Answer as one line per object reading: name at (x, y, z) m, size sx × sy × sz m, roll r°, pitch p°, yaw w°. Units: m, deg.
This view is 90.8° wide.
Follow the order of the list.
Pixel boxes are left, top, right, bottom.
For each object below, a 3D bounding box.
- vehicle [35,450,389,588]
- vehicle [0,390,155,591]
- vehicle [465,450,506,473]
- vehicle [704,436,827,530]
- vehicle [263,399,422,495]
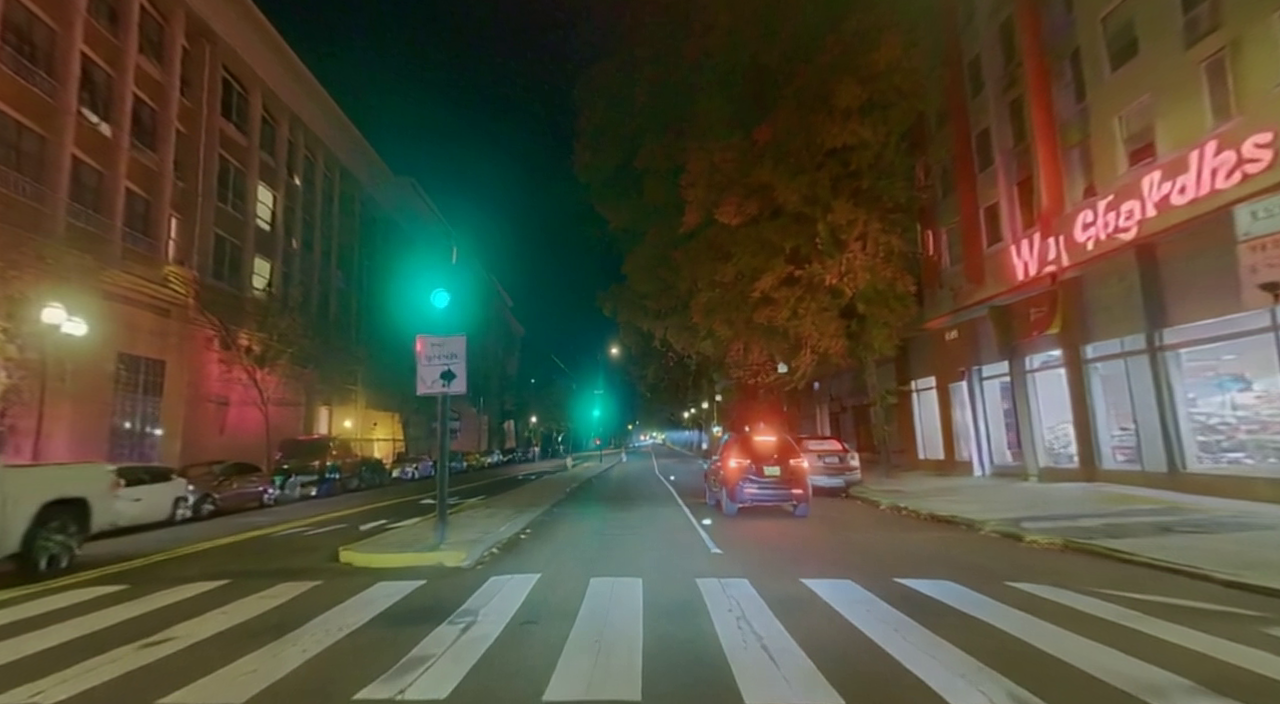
vehicle at (-5.598, 2.185, 9.238) m, size 1.983 × 1.438 × 4.559 m, roll 0°, pitch -8°, yaw 0°
vehicle at (-8.698, 1.517, 6.658) m, size 2.489 × 2.323 × 5.843 m, roll 0°, pitch -8°, yaw 0°
vehicle at (-11.431, 8.135, 46.987) m, size 1.943 × 1.556 × 4.497 m, roll 0°, pitch -8°, yaw 0°
vehicle at (2.398, 2.554, 12.786) m, size 1.822 × 1.654 × 2.794 m, roll 0°, pitch -8°, yaw -2°
vehicle at (-11.165, 3.944, 24.688) m, size 2.874 × 3.047 × 6.719 m, roll -3°, pitch -13°, yaw 0°
